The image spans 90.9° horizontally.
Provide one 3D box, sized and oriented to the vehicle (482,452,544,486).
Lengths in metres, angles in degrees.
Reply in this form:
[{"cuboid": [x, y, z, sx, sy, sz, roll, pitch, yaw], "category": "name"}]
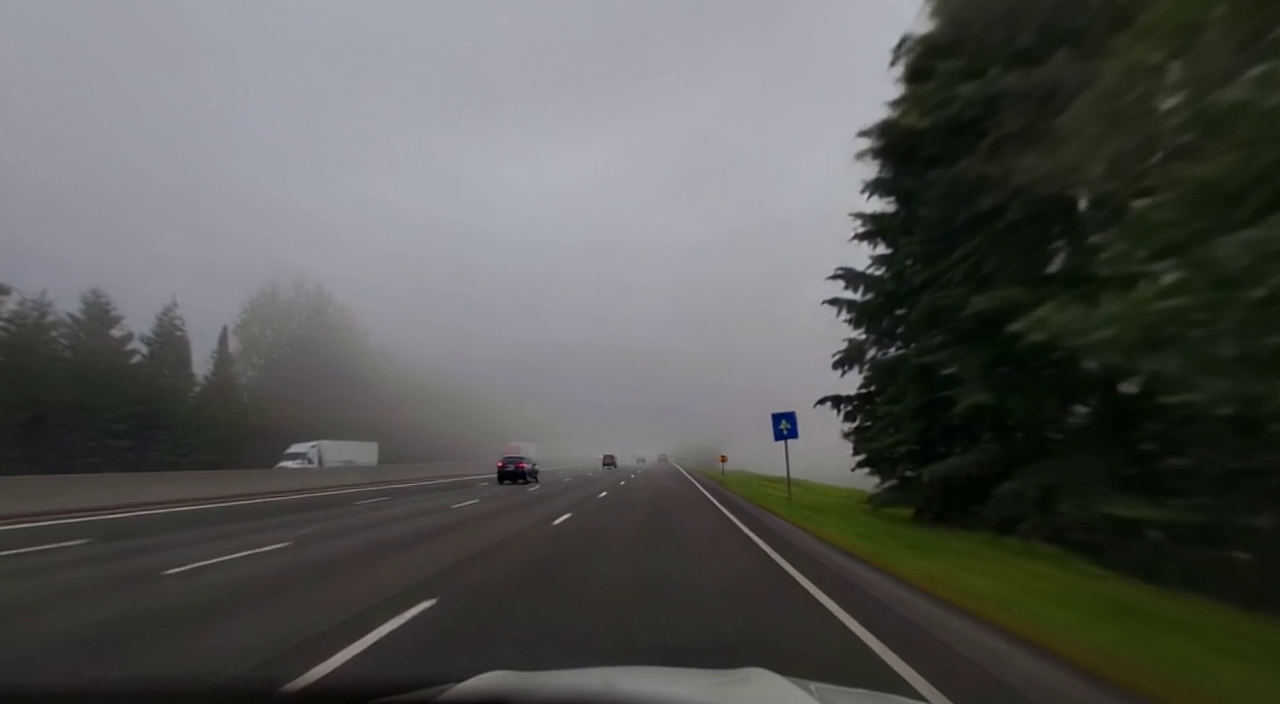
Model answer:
[{"cuboid": [-6.304, 5.863, 31.833, 1.996, 1.579, 4.439, -1, -9, 3], "category": "vehicle"}]
